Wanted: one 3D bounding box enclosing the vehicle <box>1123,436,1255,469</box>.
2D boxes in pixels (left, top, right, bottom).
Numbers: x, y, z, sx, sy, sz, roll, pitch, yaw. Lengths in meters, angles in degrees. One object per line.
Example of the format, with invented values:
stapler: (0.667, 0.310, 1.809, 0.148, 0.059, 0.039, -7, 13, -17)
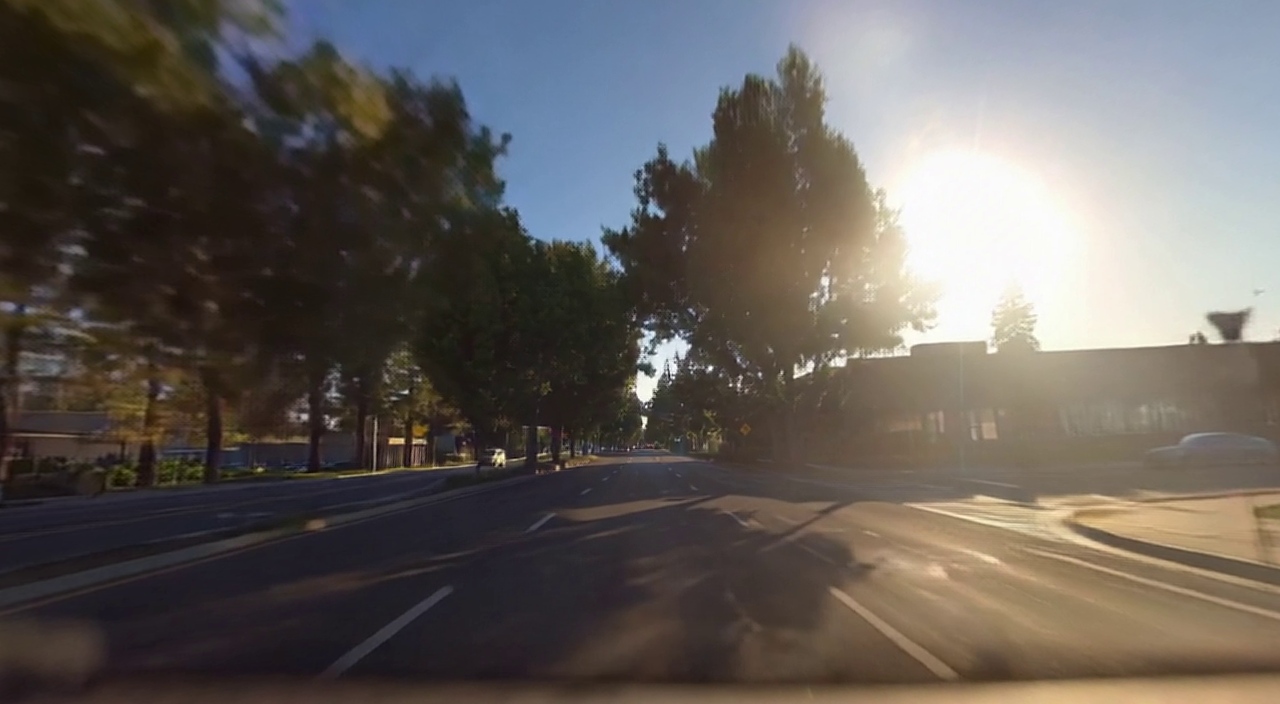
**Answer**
vehicle: (24.383, 4.472, 28.082, 4.253, 1.418, 1.776, 0, -9, -2)
